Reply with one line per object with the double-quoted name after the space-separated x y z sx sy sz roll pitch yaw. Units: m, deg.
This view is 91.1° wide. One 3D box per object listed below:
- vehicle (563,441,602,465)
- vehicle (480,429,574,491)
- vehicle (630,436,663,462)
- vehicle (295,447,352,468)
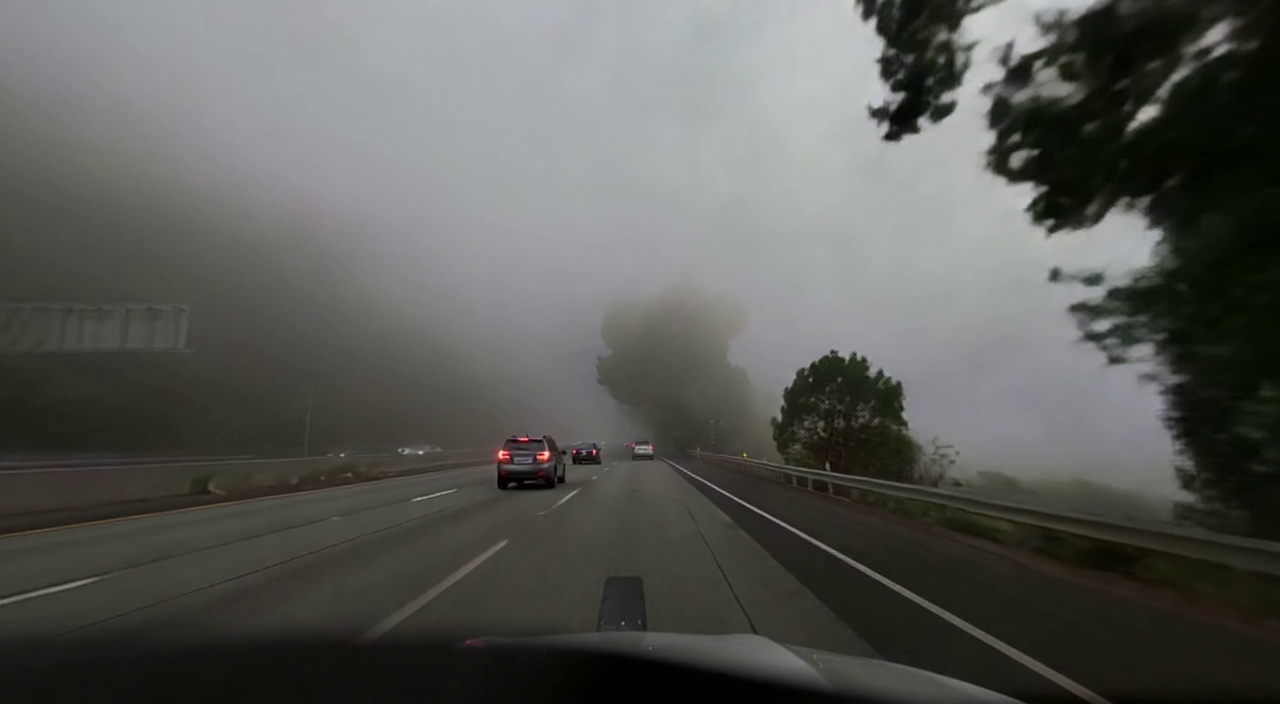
-3.656 6.449 40.311 2.055 1.431 3.921 0 -8 1 "vehicle"
-3.306 3.256 19.264 2.056 1.679 4.204 0 -8 1 "vehicle"
0.435 7.137 46.298 2.285 1.797 4.478 0 -8 -1 "vehicle"
-24.762 8.232 49.262 1.938 1.479 4.731 0 -8 1 "vehicle"
